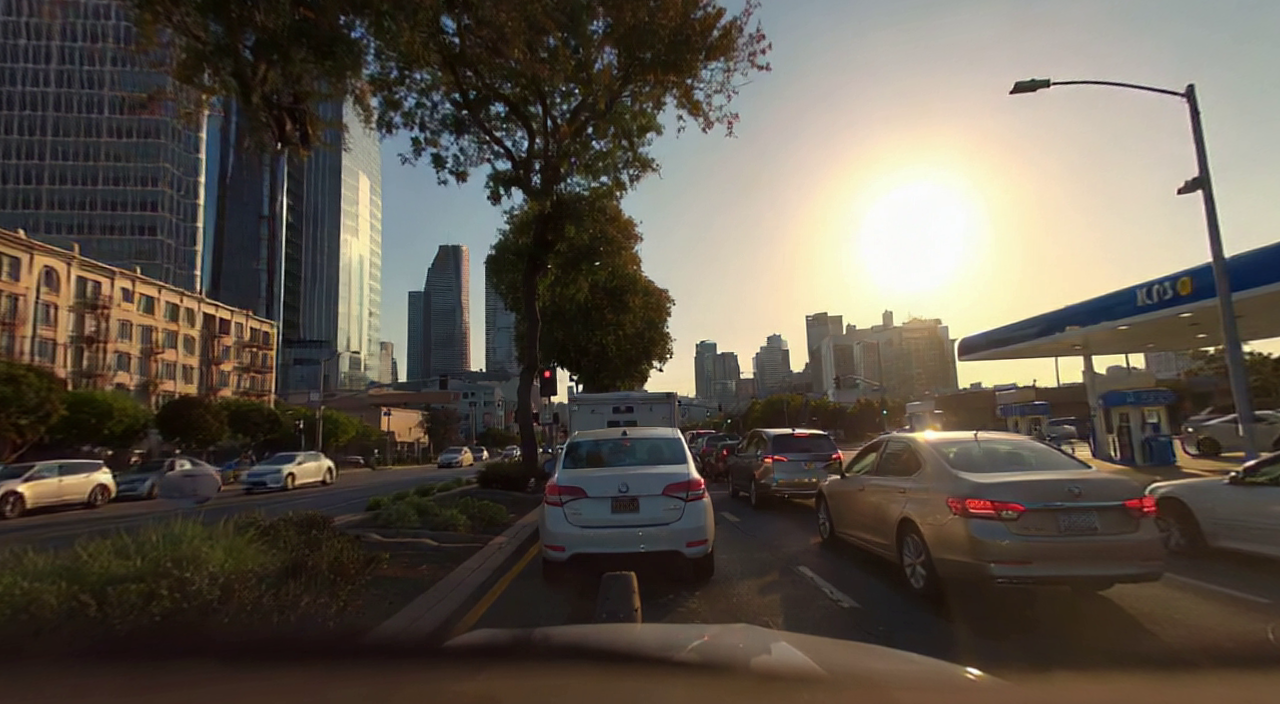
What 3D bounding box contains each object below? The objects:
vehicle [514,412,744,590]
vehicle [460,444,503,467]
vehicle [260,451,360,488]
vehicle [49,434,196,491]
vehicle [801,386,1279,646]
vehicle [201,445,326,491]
[{"bbox_3d":[-0.141,1.651,7.736,2.106,1.613,3.697,0,-9,-1],"label":"vehicle"},{"bbox_3d":[-11.427,7.494,45.860,1.955,1.546,4.232,-1,-9,1],"label":"vehicle"},{"bbox_3d":[-14.854,5.281,28.758,2.011,1.465,4.528,-1,-9,1],"label":"vehicle"},{"bbox_3d":[-26.938,5.753,33.317,2.571,2.711,6.027,0,-9,-1],"label":"vehicle"},{"bbox_3d":[3.360,1.411,6.476,2.056,1.700,4.399,0,-9,-3],"label":"vehicle"},{"bbox_3d":[-17.839,5.472,30.396,2.325,1.938,5.913,0,-9,0],"label":"vehicle"}]
